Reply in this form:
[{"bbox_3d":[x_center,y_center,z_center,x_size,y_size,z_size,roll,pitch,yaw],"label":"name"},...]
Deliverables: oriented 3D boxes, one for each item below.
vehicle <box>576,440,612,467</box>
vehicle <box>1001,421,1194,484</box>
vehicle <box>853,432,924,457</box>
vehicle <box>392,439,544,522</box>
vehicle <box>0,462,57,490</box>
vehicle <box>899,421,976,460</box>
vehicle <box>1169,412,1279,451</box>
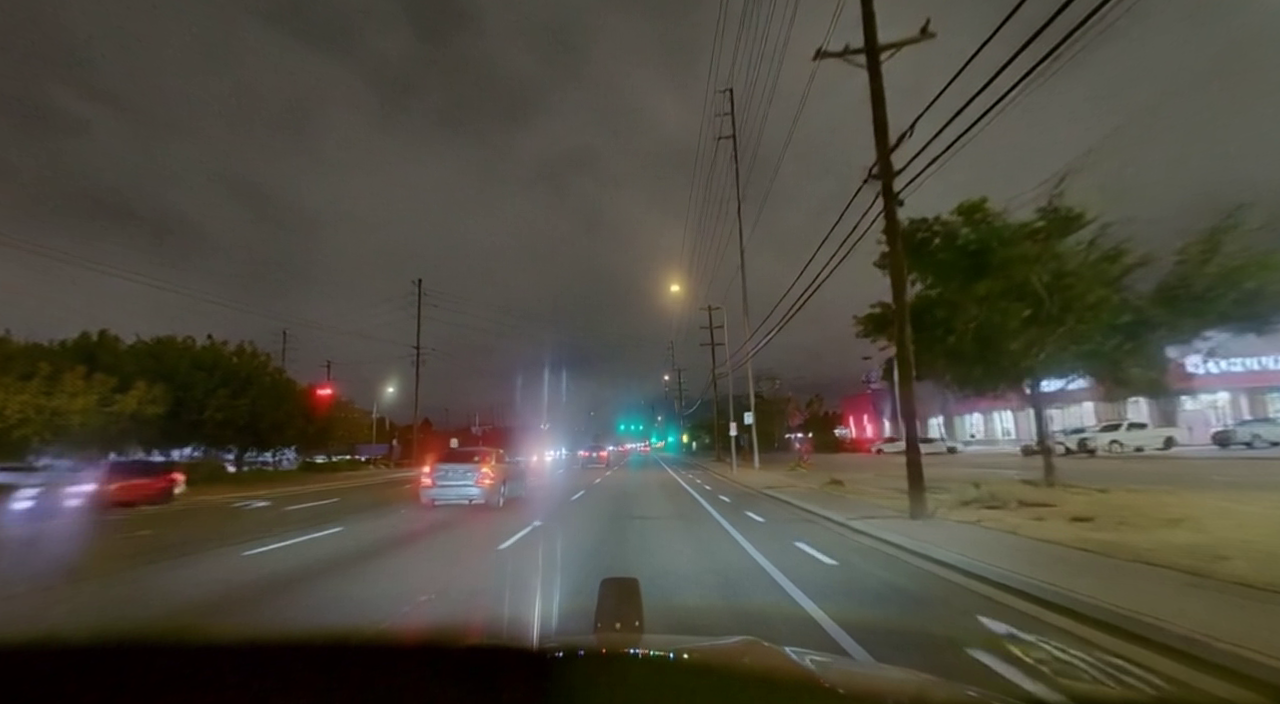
[{"bbox_3d":[-3.149,7.021,43.664,2.087,1.736,4.311,0,-9,1],"label":"vehicle"},{"bbox_3d":[12.294,2.779,17.420,1.938,1.495,4.639,0,-9,2],"label":"vehicle"},{"bbox_3d":[16.716,6.228,42.284,4.497,1.548,1.997,6,-10,-30],"label":"vehicle"},{"bbox_3d":[-3.471,2.692,13.741,1.942,1.469,4.426,0,-9,2],"label":"vehicle"},{"bbox_3d":[-40.342,7.826,39.818,4.560,1.649,2.040,1,-9,-7],"label":"vehicle"},{"bbox_3d":[16.857,4.998,35.562,4.319,1.812,2.020,2,-10,-38],"label":"vehicle"},{"bbox_3d":[28.780,3.932,30.649,1.985,1.739,4.397,1,-9,-4],"label":"vehicle"}]
